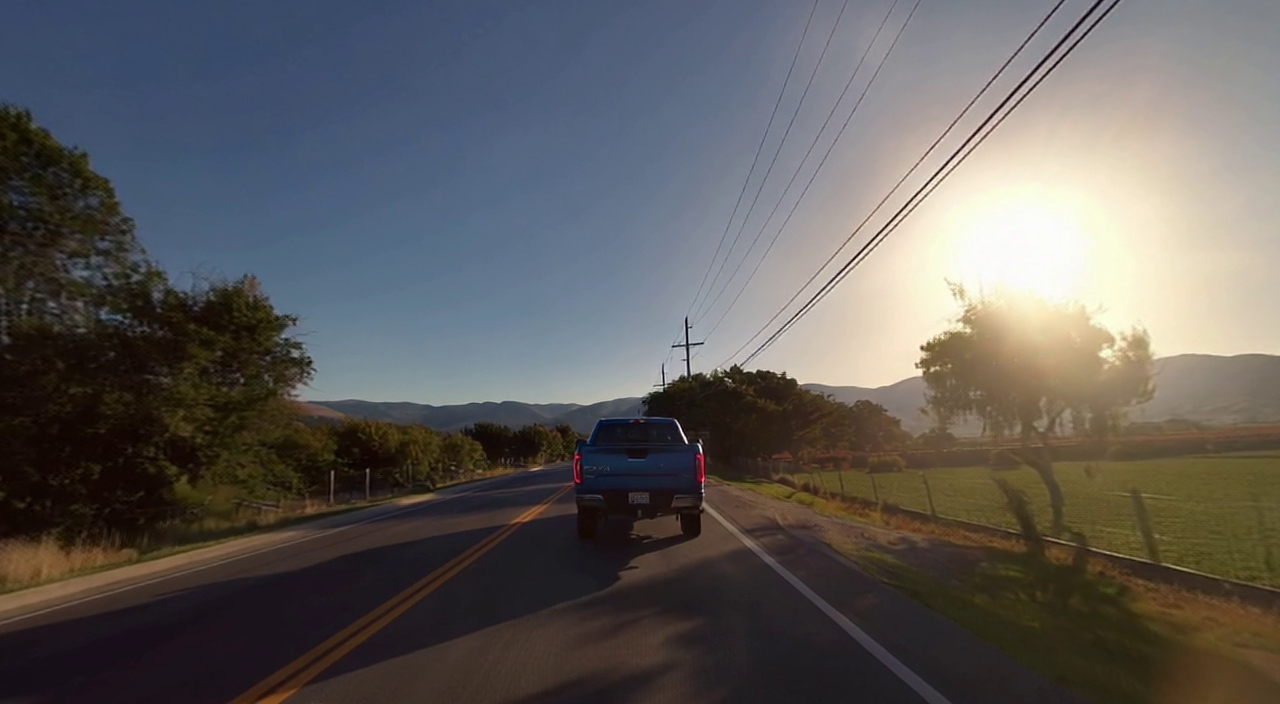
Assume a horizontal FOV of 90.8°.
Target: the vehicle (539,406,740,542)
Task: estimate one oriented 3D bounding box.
[{"bbox_3d":[-0.087,2.121,11.762,2.774,1.861,5.885,0,-8,-2],"label":"vehicle"}]
